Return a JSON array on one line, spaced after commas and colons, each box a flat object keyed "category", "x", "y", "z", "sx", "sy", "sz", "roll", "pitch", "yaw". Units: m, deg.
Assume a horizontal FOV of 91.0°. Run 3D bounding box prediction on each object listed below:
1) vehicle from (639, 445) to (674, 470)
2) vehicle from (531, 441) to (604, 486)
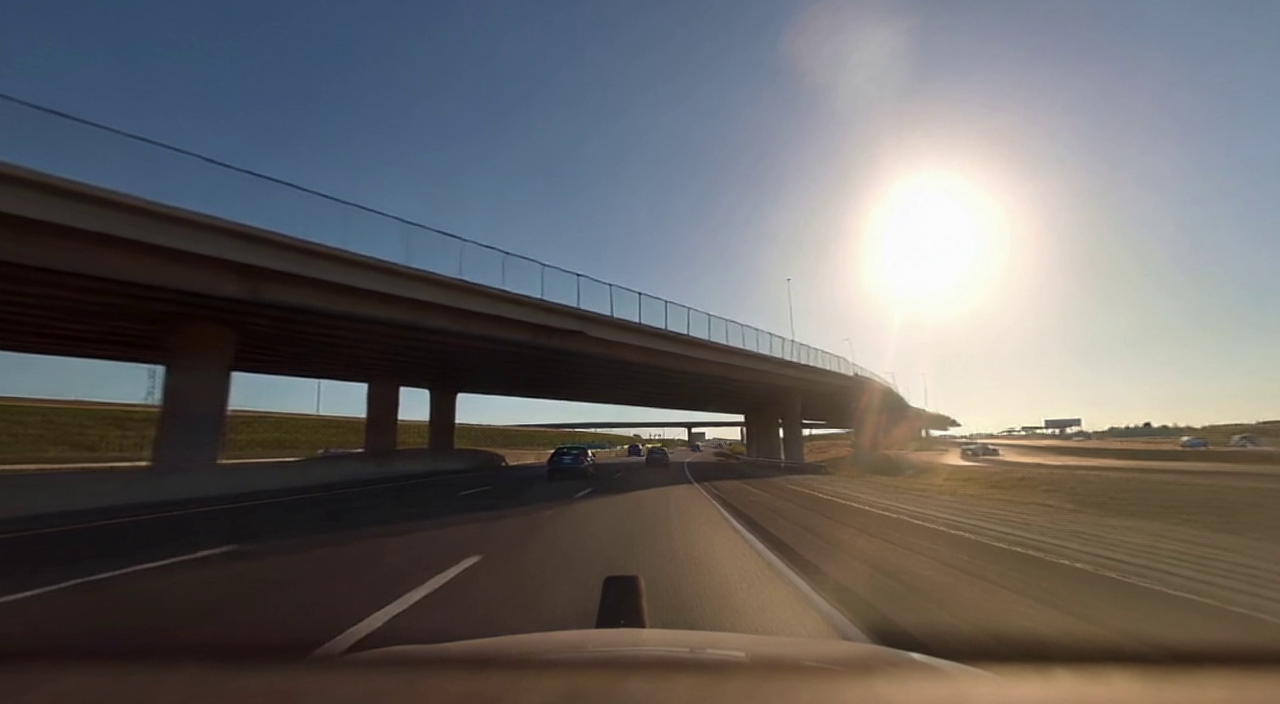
[{"category": "vehicle", "x": 1.107, "y": 6.799, "z": 40.720, "sx": 2.129, "sy": 1.502, "sz": 4.321, "roll": -1, "pitch": -9, "yaw": 2}, {"category": "vehicle", "x": -2.708, "y": 4.308, "z": 24.576, "sx": 2.129, "sy": 1.563, "sz": 4.387, "roll": -1, "pitch": -9, "yaw": 2}]
